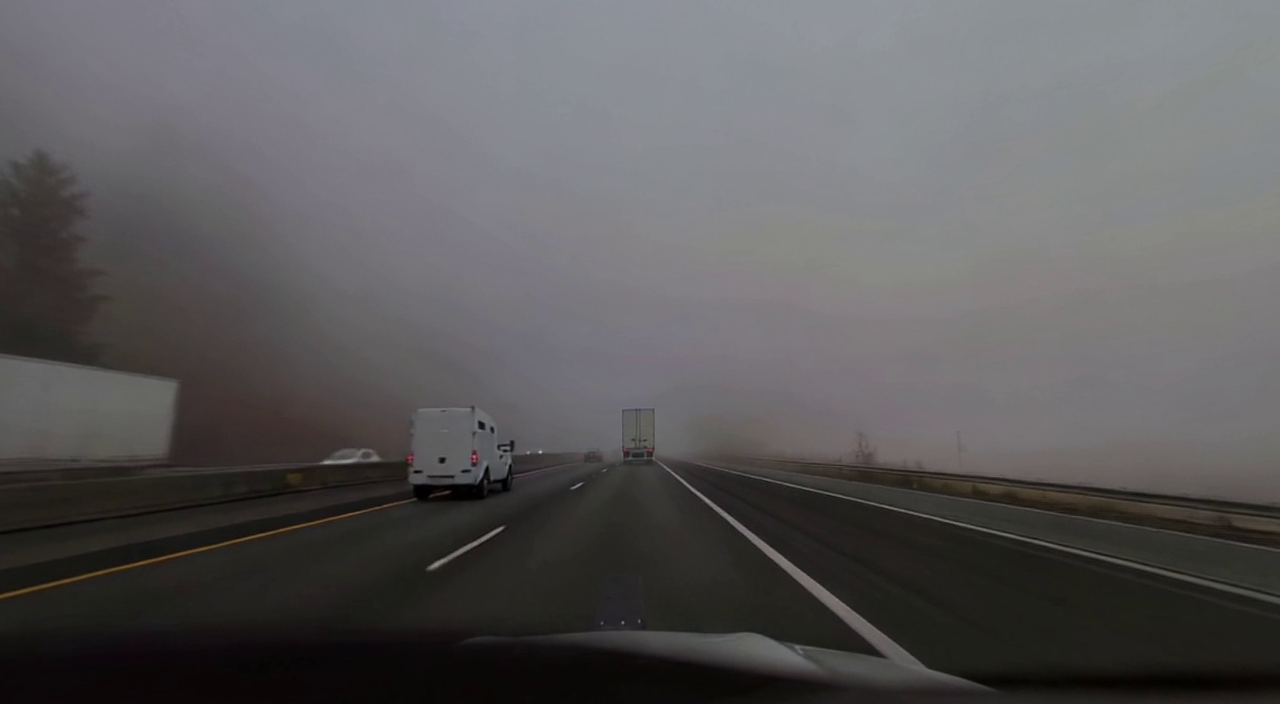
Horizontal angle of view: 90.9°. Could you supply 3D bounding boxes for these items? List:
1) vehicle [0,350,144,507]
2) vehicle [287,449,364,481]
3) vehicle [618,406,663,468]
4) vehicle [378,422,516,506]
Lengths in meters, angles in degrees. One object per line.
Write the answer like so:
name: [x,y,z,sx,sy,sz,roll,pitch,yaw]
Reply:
vehicle: [-17.783,1.538,13.378,2.855,3.978,14.229,0,-9,0]
vehicle: [-15.141,5.428,30.558,1.813,1.446,3.843,0,-9,-1]
vehicle: [0.097,6.237,45.841,2.899,3.966,10.053,0,-9,1]
vehicle: [-4.642,2.781,16.052,2.042,1.815,4.639,0,-9,0]
